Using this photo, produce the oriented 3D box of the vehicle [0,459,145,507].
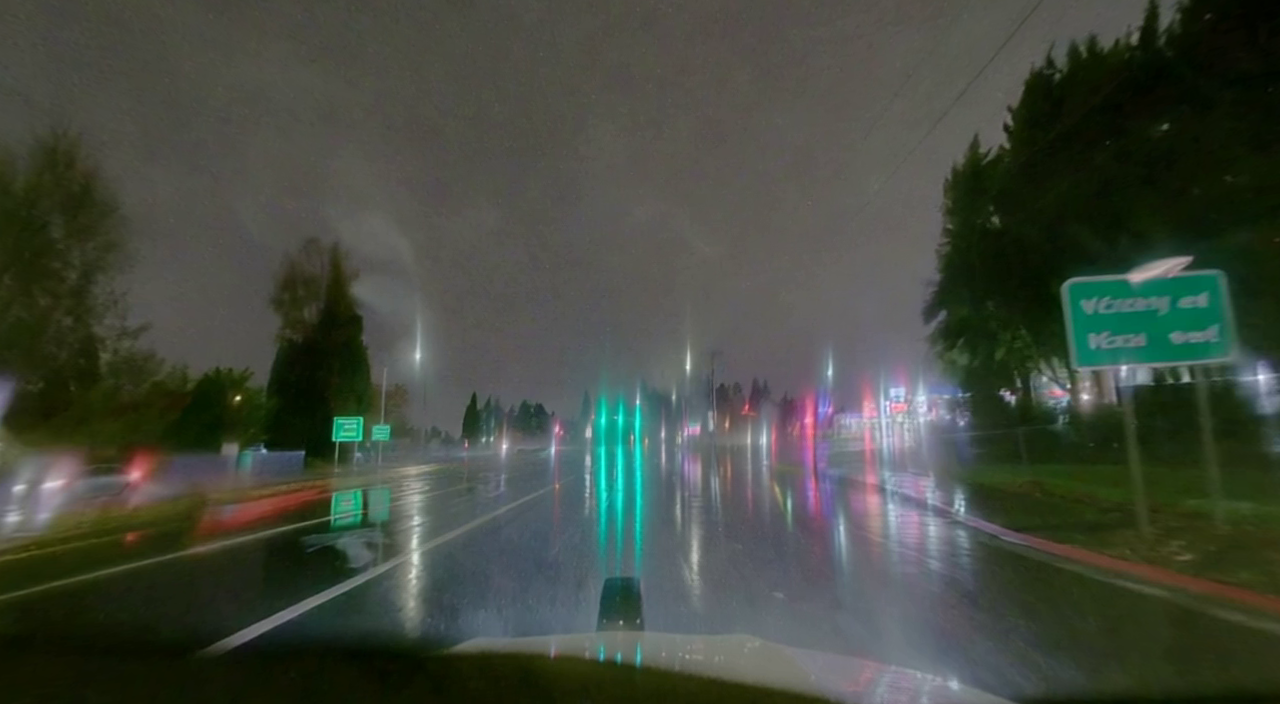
[{"bbox_3d":[-21.356,4.741,23.260,1.989,1.454,4.569,-2,-9,13],"label":"vehicle"}]
